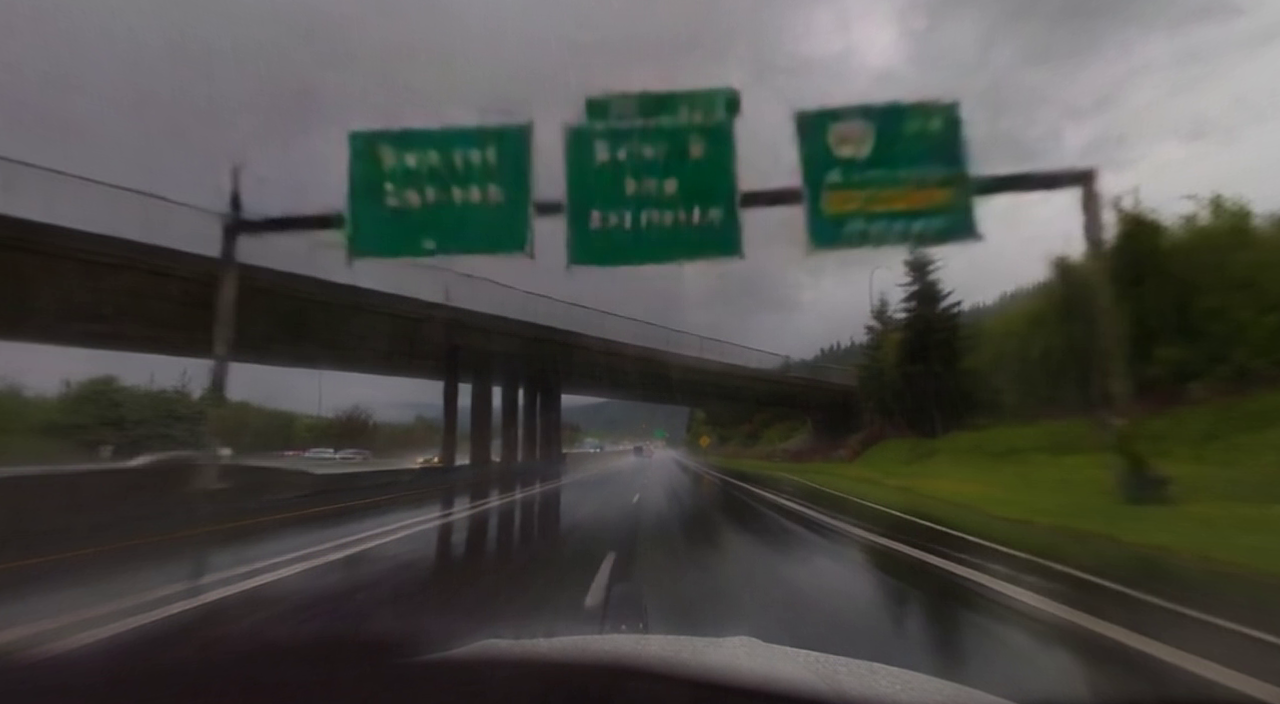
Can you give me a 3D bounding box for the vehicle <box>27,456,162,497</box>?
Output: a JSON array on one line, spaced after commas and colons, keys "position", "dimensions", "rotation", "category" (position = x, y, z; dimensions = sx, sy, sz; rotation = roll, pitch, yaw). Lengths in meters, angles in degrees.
[{"position": [-21.392, 4.867, 24.944], "dimensions": [1.835, 1.455, 3.837], "rotation": [0, -9, 2], "category": "vehicle"}]
